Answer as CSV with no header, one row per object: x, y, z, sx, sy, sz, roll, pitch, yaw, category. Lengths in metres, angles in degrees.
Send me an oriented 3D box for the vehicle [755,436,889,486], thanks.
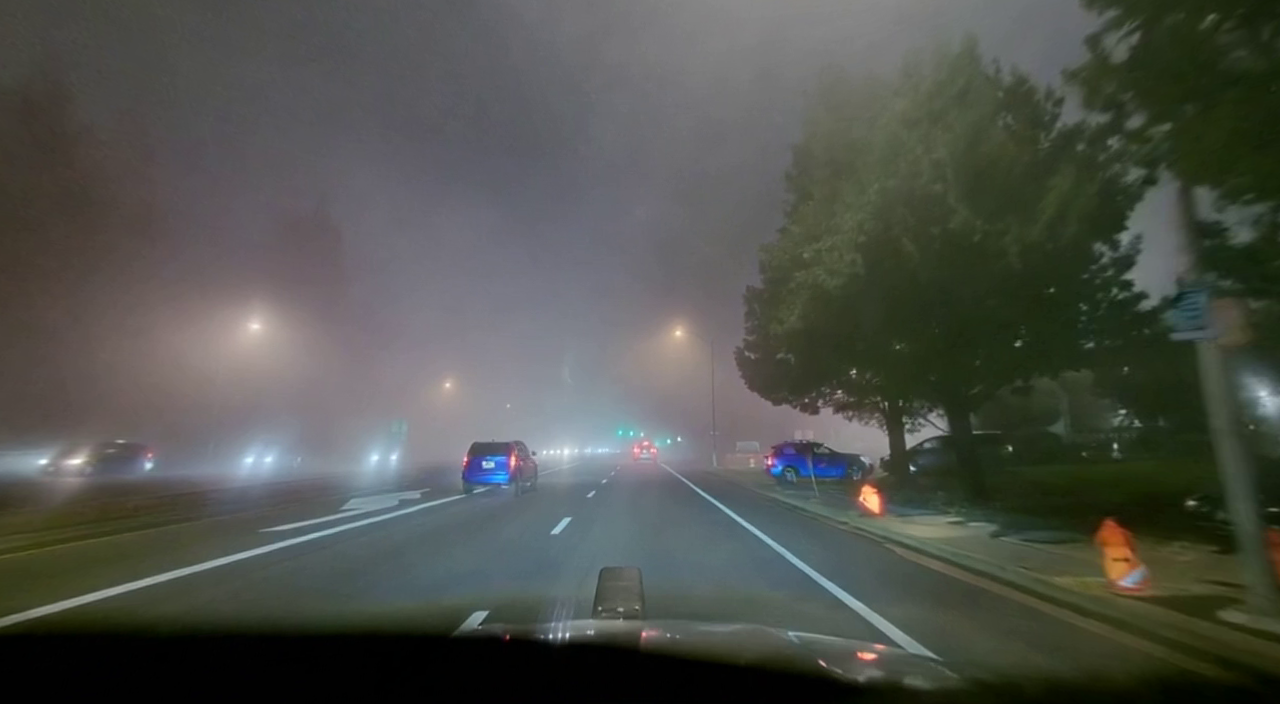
6.719,4.056,23.713,4.447,1.754,2.182,-1,-9,5,vehicle

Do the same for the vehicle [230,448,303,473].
-24.634,7.146,41.744,1.906,1.525,4.709,0,-9,1,vehicle

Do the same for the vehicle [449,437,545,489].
-4.950,3.928,22.626,2.198,1.663,4.519,0,-9,3,vehicle

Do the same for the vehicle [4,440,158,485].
-24.886,4.905,28.360,2.068,1.807,5.118,0,-9,2,vehicle

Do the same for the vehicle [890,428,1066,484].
11.738,3.645,22.207,4.936,1.813,2.158,0,-9,4,vehicle

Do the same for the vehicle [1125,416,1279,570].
8.451,1.522,7.028,4.366,1.485,2.026,0,-9,-1,vehicle

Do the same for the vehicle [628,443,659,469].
0.222,7.437,45.136,2.135,1.711,4.124,0,-9,0,vehicle
